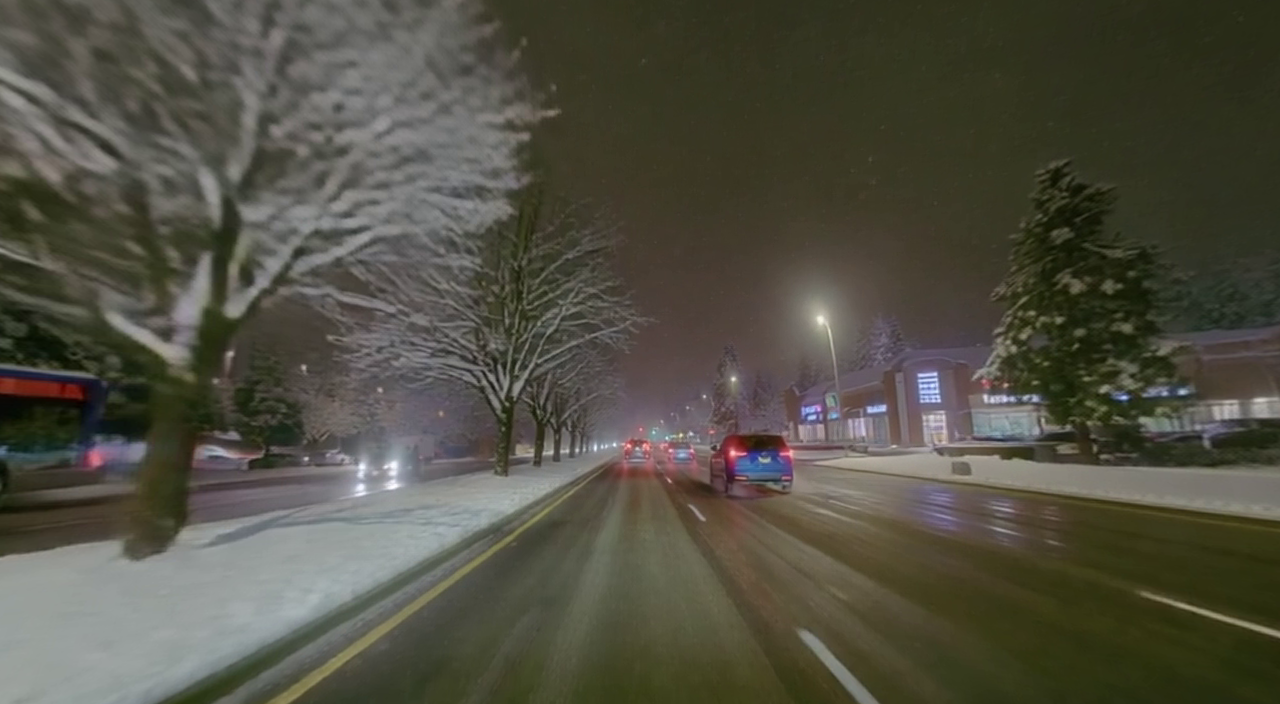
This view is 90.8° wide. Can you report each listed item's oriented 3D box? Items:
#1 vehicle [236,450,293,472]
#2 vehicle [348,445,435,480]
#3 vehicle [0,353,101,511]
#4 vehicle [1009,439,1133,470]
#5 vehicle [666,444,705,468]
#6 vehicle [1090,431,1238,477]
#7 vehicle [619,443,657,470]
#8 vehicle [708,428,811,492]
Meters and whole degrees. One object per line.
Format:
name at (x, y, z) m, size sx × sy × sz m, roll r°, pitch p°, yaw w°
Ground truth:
vehicle at (-28.208, 8.198, 47.645) m, size 1.956 × 1.476 × 3.991 m, roll -1°, pitch -8°, yaw -2°
vehicle at (-11.639, 5.200, 30.076) m, size 1.971 × 1.481 × 5.500 m, roll 0°, pitch -8°, yaw 0°
vehicle at (-18.928, 1.405, 11.997) m, size 3.207 × 4.202 × 16.118 m, roll 0°, pitch -9°, yaw 0°
vehicle at (20.612, 4.887, 30.363) m, size 4.451 × 1.400 × 2.108 m, roll 0°, pitch -8°, yaw -2°
vehicle at (2.703, 6.295, 38.419) m, size 1.970 × 1.402 × 3.756 m, roll 0°, pitch -8°, yaw -2°
vehicle at (20.782, 4.022, 25.158) m, size 4.162 × 1.546 × 2.051 m, roll -2°, pitch -7°, yaw -6°
vehicle at (-0.134, 5.854, 35.623) m, size 2.056 × 1.440 × 3.798 m, roll 0°, pitch -8°, yaw -1°
vehicle at (3.680, 3.439, 20.465) m, size 2.140 × 1.811 × 4.593 m, roll 0°, pitch -8°, yaw -4°
